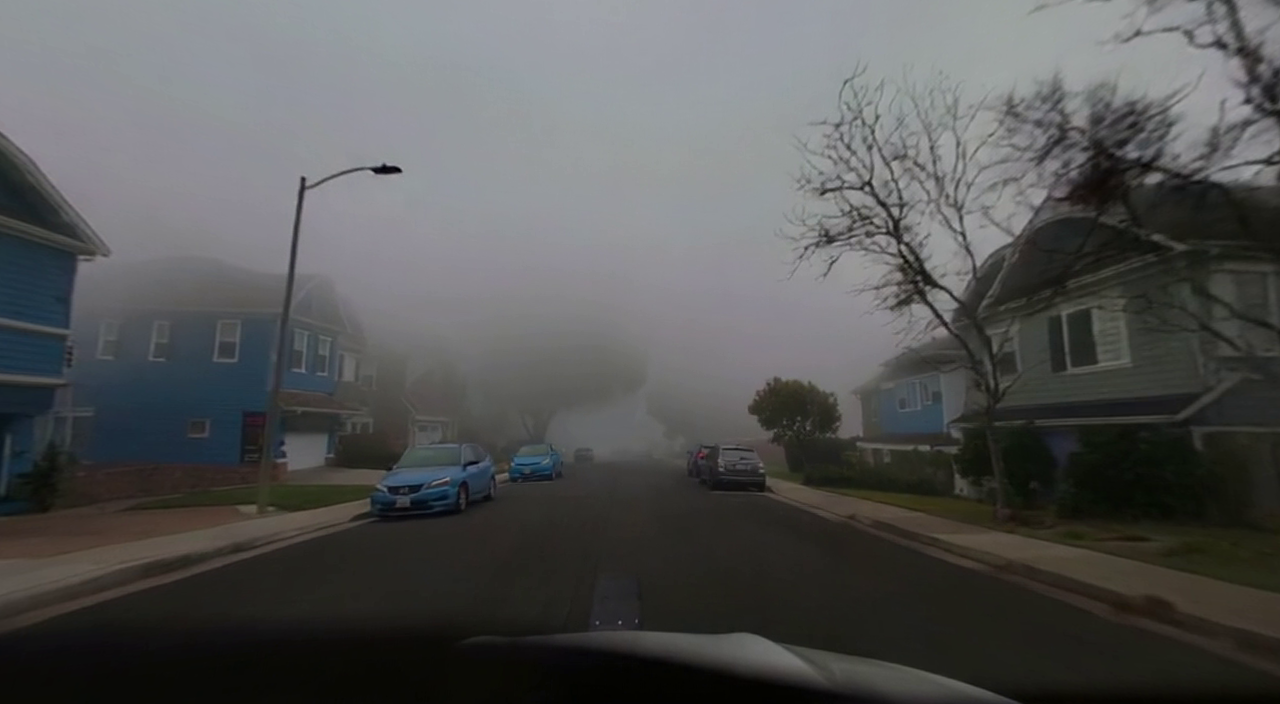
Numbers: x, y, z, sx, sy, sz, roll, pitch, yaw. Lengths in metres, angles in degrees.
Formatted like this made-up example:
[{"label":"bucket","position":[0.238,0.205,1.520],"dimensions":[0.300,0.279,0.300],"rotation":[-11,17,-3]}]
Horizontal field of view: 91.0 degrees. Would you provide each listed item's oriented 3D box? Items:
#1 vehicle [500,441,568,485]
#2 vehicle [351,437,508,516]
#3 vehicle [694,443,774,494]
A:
[{"label":"vehicle","position":[-4.315,4.577,26.342],"dimensions":[2.089,1.508,4.537],"rotation":[2,-7,-1]},{"label":"vehicle","position":[-4.542,2.738,14.623],"dimensions":[2.020,1.470,5.300],"rotation":[0,-8,-2]},{"label":"vehicle","position":[3.008,3.817,21.100],"dimensions":[1.888,1.484,4.476],"rotation":[0,-8,-1]}]
